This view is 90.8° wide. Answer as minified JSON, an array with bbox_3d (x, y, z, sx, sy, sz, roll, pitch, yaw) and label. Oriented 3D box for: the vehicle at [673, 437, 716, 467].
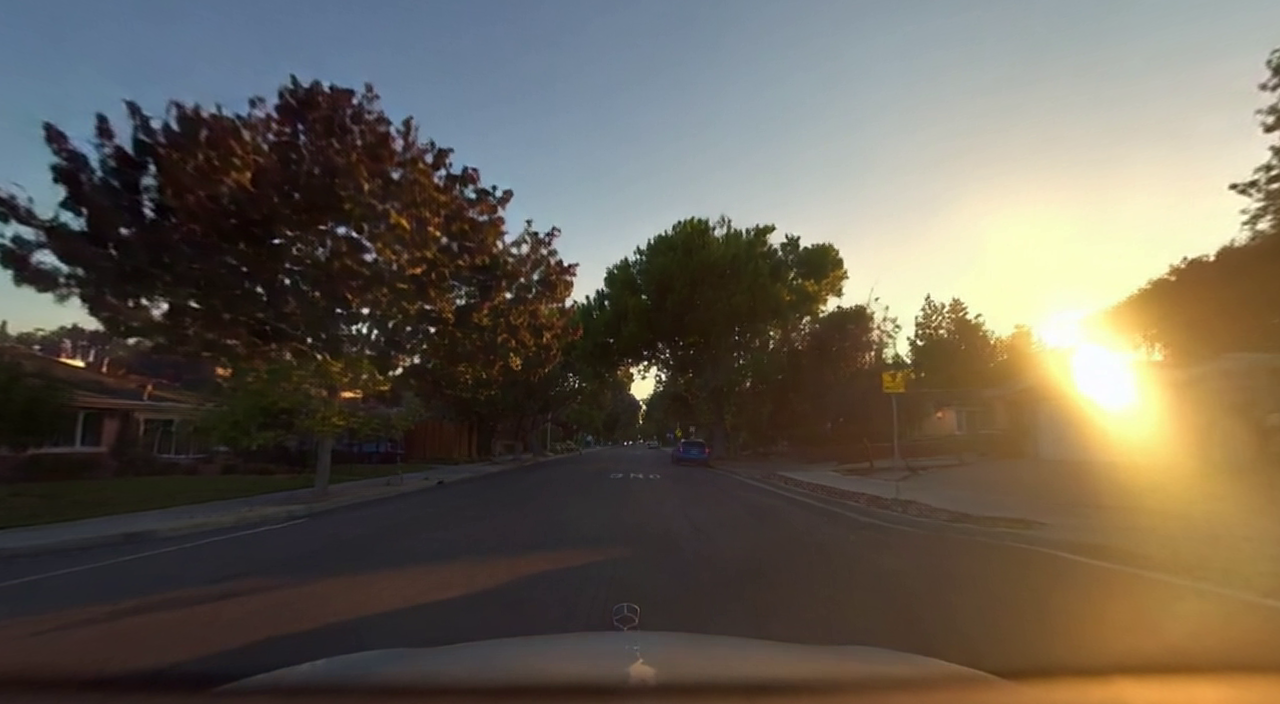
[{"bbox_3d":[3.094,5.827,36.852,2.114,1.633,4.042,0,-8,0],"label":"vehicle"}]
